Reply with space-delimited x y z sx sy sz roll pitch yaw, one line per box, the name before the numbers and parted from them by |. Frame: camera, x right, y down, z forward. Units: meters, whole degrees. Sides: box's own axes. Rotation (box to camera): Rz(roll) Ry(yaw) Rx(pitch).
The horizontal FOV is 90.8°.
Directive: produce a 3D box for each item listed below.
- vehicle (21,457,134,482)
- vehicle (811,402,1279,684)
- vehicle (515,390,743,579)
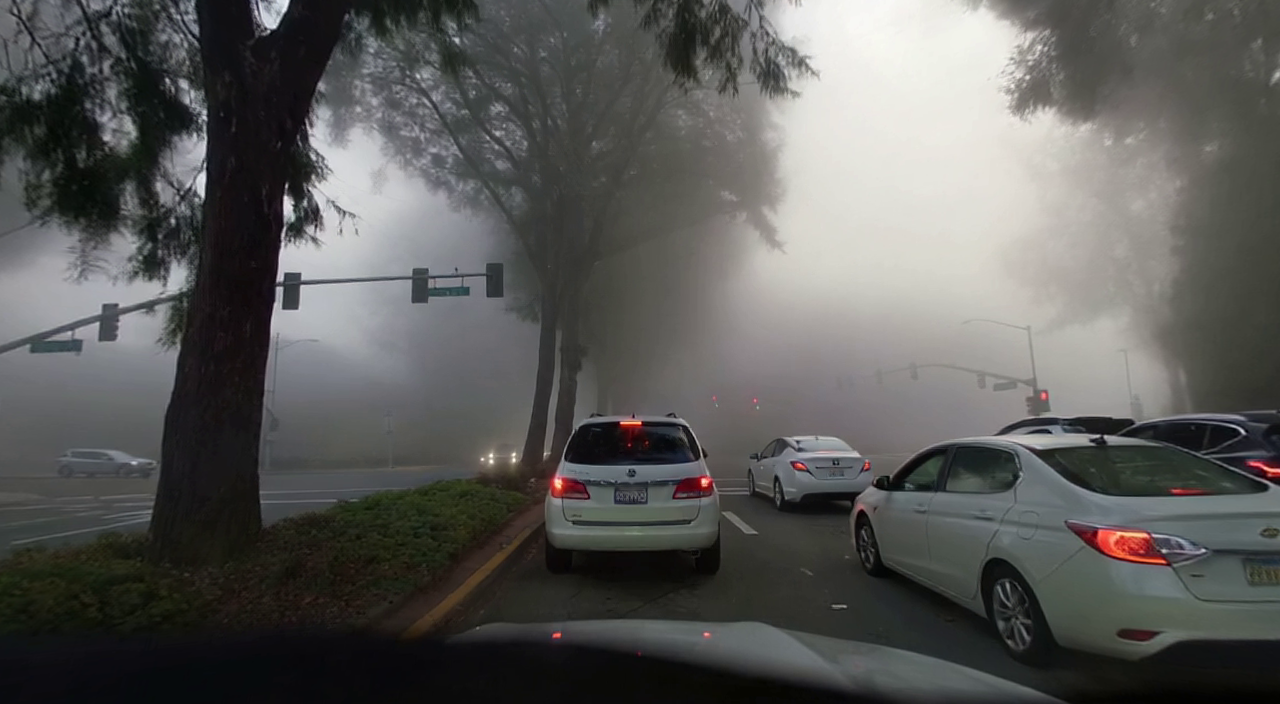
vehicle | -35.118 7.337 39.581 4.845 1.442 1.880 2 -9 -12
vehicle | 3.362 1.426 5.992 2.034 1.558 4.774 0 -9 -1
vehicle | -0.224 1.619 8.443 2.236 1.827 4.316 1 -9 -3
